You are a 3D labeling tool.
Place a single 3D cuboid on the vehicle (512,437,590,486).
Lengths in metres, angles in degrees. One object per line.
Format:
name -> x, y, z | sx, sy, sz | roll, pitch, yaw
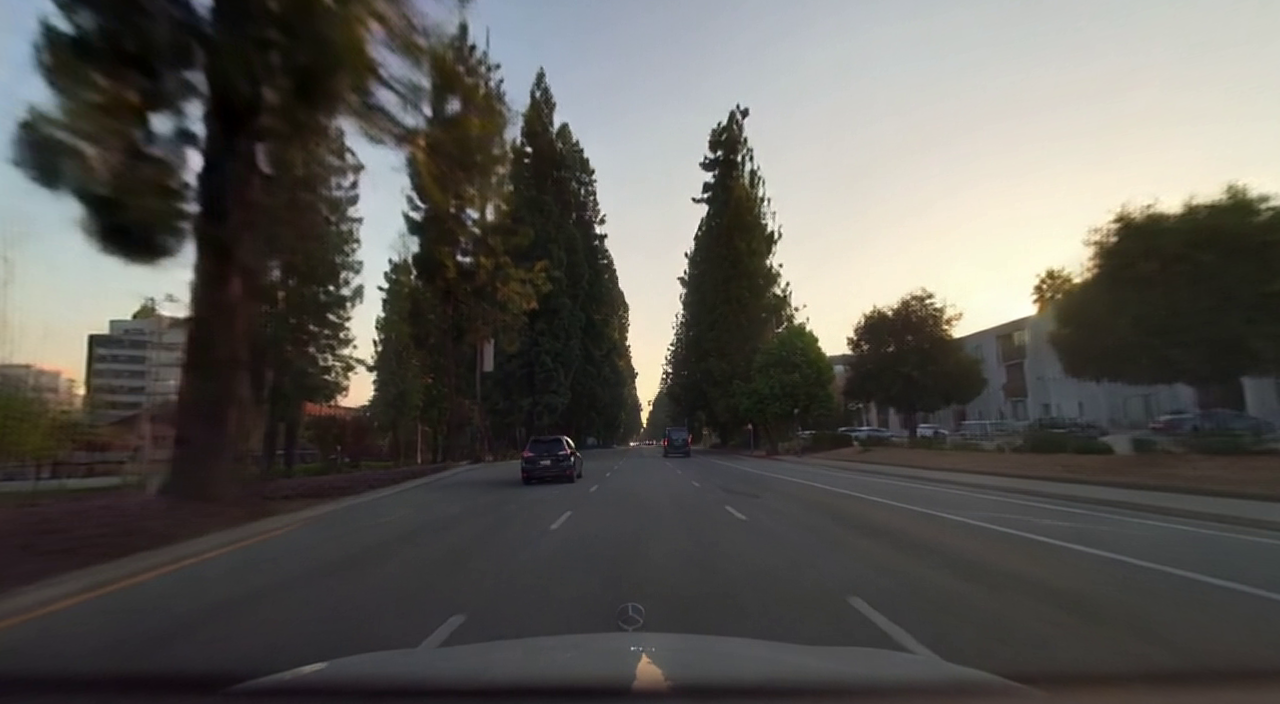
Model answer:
vehicle -> -3.131, 3.970, 23.204 | 2.129, 1.602, 4.532 | 0, -8, 1
